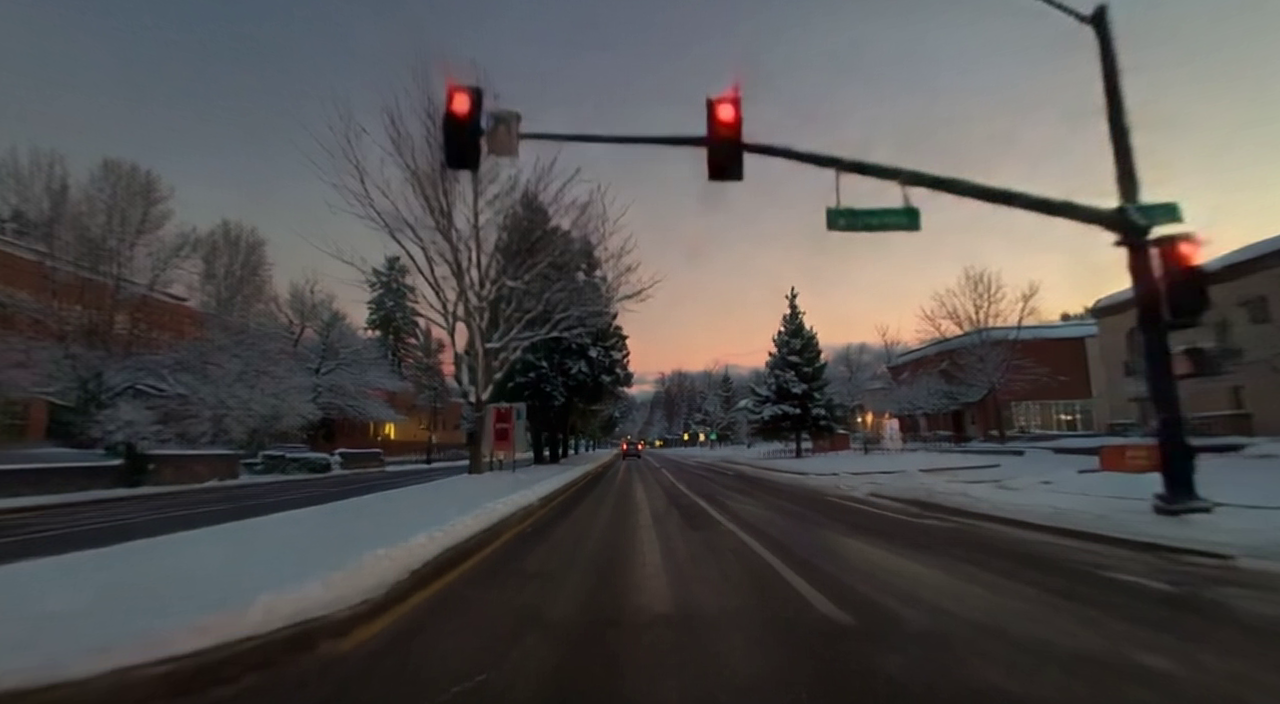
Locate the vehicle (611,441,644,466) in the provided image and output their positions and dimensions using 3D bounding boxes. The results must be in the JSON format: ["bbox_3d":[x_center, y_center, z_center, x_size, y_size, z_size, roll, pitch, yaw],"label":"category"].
[{"bbox_3d":[-0.828,6.609,41.306,2.045,1.510,3.690,0,-9,-2],"label":"vehicle"}]
